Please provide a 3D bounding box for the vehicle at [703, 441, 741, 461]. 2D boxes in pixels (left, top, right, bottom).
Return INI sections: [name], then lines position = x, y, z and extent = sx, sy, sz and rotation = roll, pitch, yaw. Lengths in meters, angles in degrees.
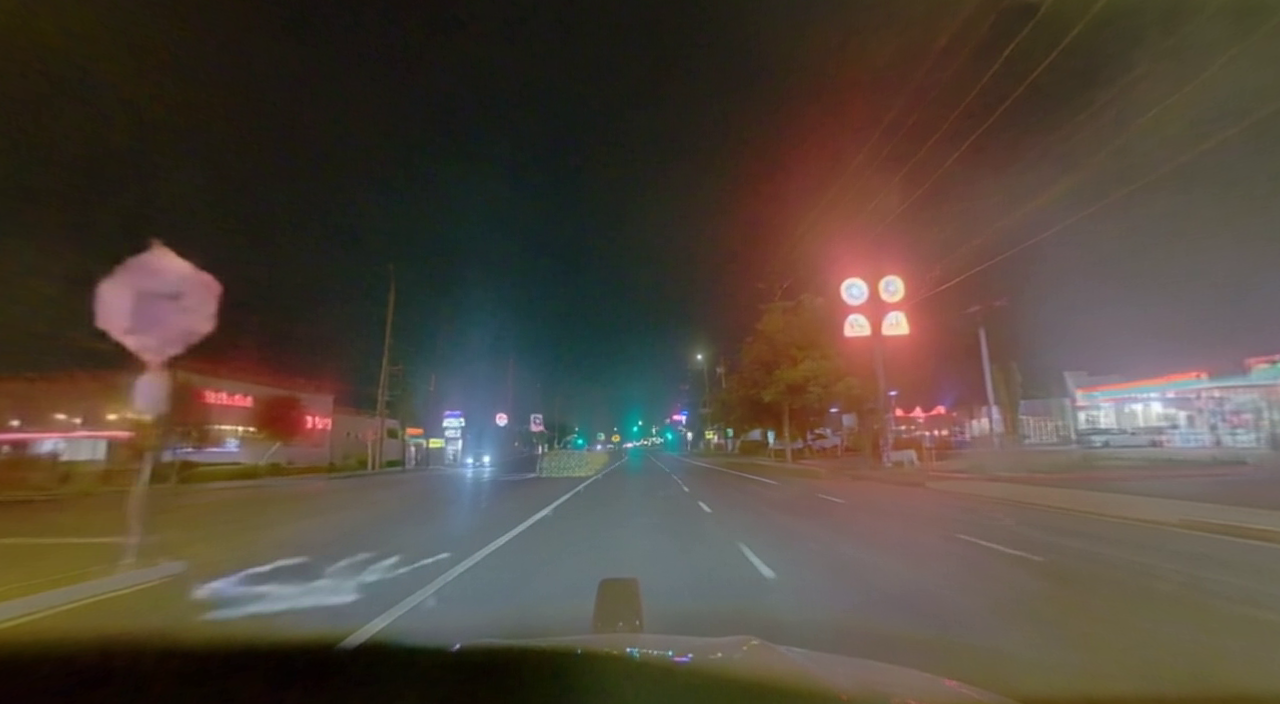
[vehicle]
position = 6.407, 7.825, 49.943
extent = 2.261, 1.479, 4.403
rotation = 0, -9, -2
